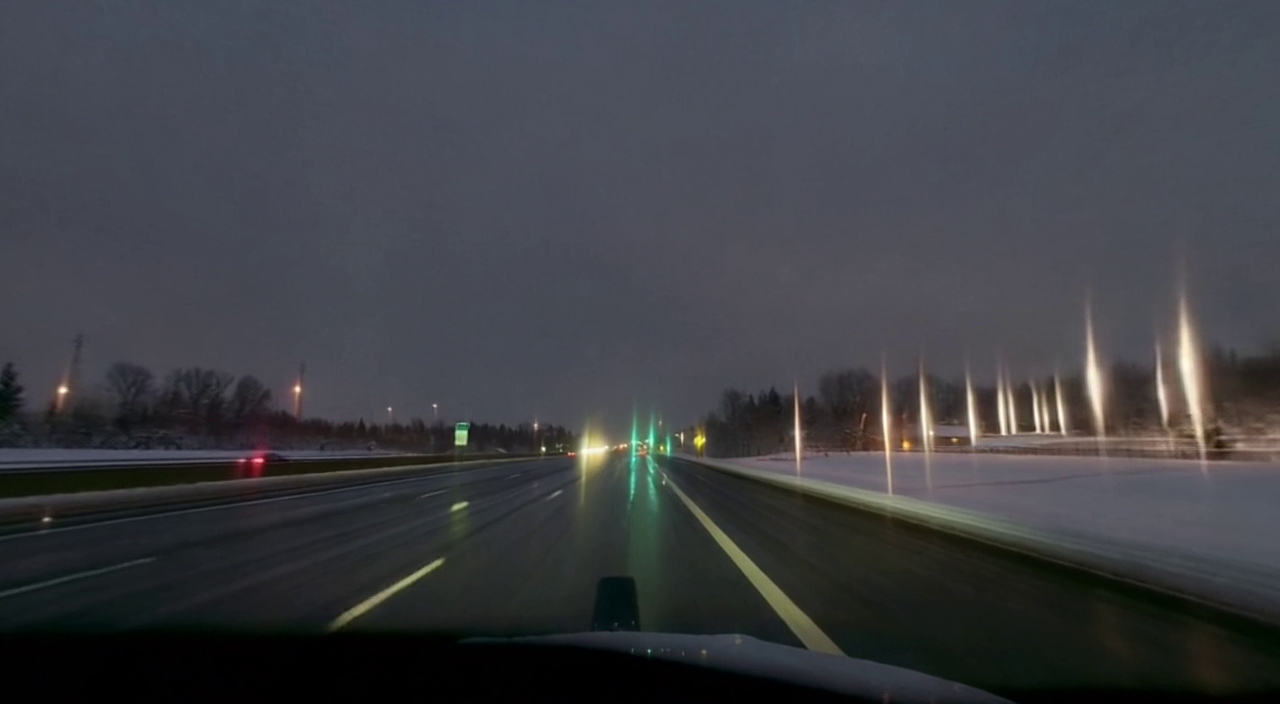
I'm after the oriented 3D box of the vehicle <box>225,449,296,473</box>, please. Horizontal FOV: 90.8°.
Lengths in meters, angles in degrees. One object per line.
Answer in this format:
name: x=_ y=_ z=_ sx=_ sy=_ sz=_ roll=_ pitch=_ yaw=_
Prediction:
vehicle: x=-26.418 y=7.563 z=44.187 sx=1.923 sy=1.563 sz=4.762 roll=0 pitch=-9 yaw=1
